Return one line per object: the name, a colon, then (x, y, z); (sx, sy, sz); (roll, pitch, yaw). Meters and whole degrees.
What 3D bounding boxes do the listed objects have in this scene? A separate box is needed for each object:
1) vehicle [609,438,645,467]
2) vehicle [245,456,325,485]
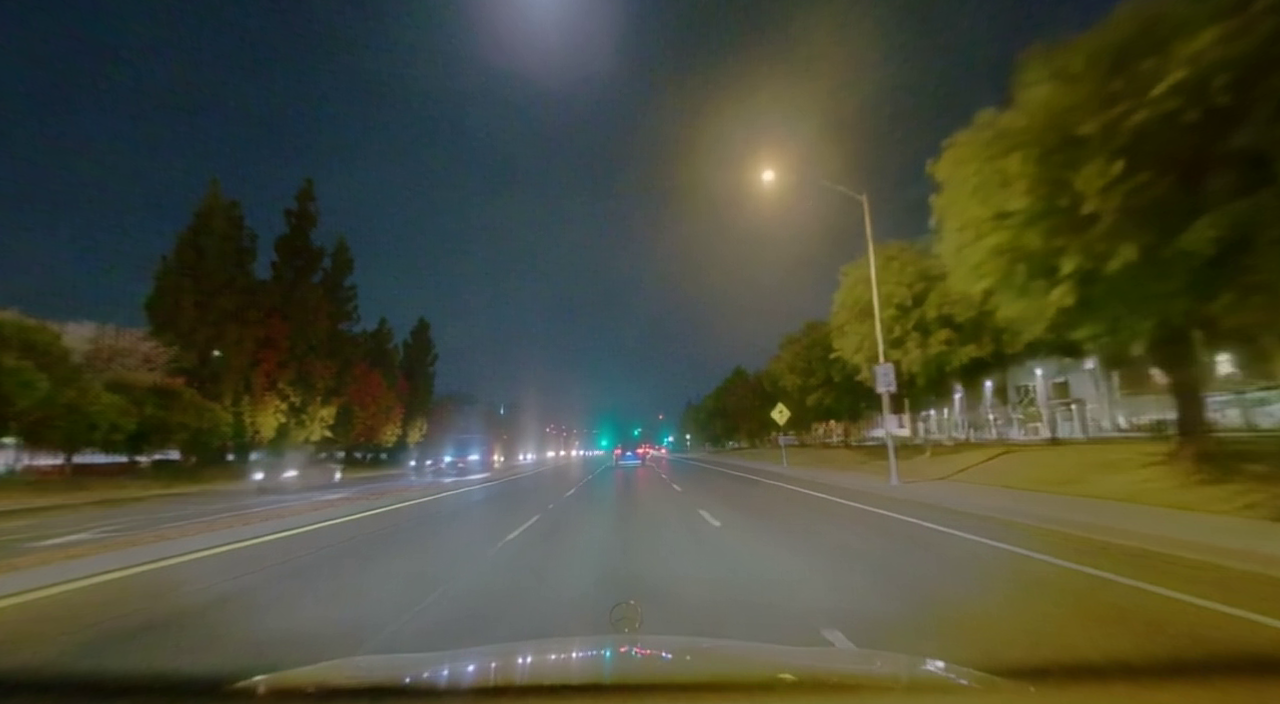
vehicle: (-0.776, 6.390, 40.139); (2.174, 1.703, 4.231); (0, -9, 0)
vehicle: (-20.353, 6.803, 36.496); (2.018, 1.481, 4.687); (0, -9, -1)
